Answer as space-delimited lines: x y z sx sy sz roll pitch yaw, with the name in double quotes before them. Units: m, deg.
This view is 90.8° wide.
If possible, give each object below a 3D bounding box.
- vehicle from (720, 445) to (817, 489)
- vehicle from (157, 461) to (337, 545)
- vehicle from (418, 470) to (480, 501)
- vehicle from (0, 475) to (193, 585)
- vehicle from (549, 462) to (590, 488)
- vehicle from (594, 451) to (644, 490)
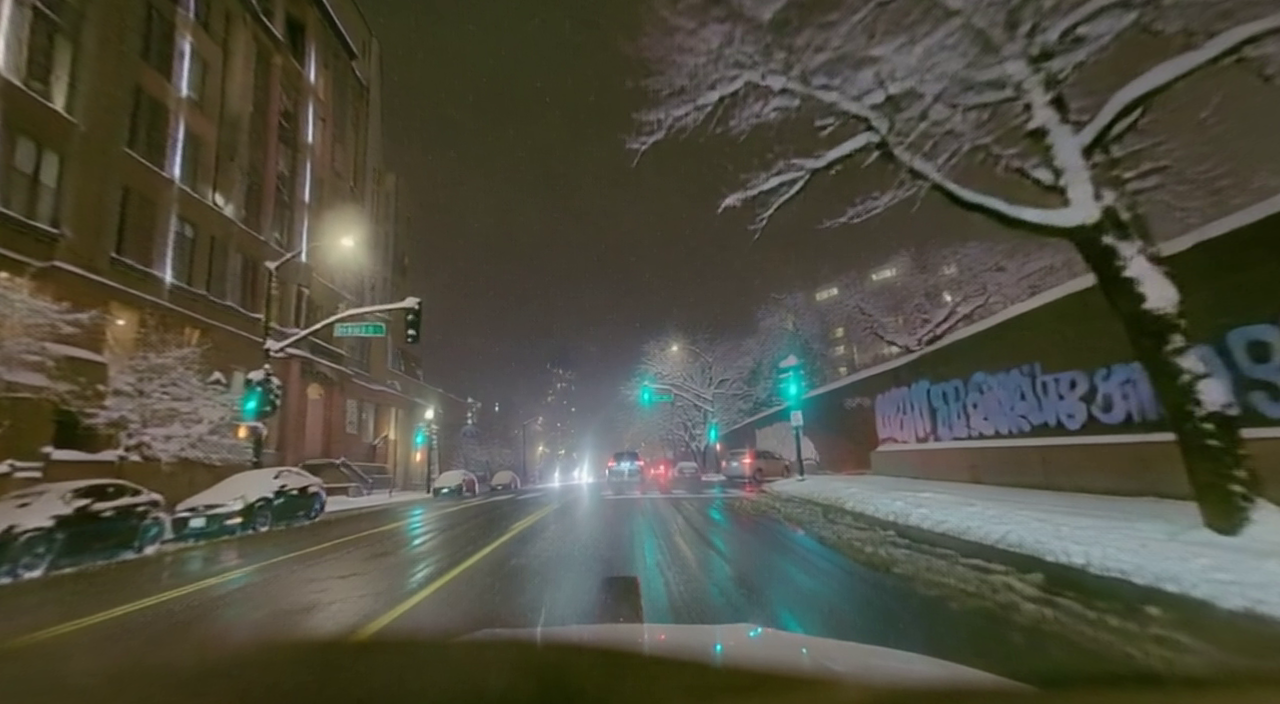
"vehicle" 5.795 5.071 28.259 2.207 1.761 4.292 -8 -12 43
"vehicle" -11.021 4.182 18.248 2.199 1.717 4.888 -6 -8 -2
"vehicle" -10.862 7.606 36.295 2.070 1.476 4.508 -1 -8 1
"vehicle" -11.106 3.316 12.064 1.931 1.499 4.645 -5 -8 -2
"vehicle" -4.341 7.656 39.520 2.095 1.447 4.202 0 -8 0
"vehicle" -0.923 5.409 29.217 2.166 1.579 4.300 0 -8 -1
